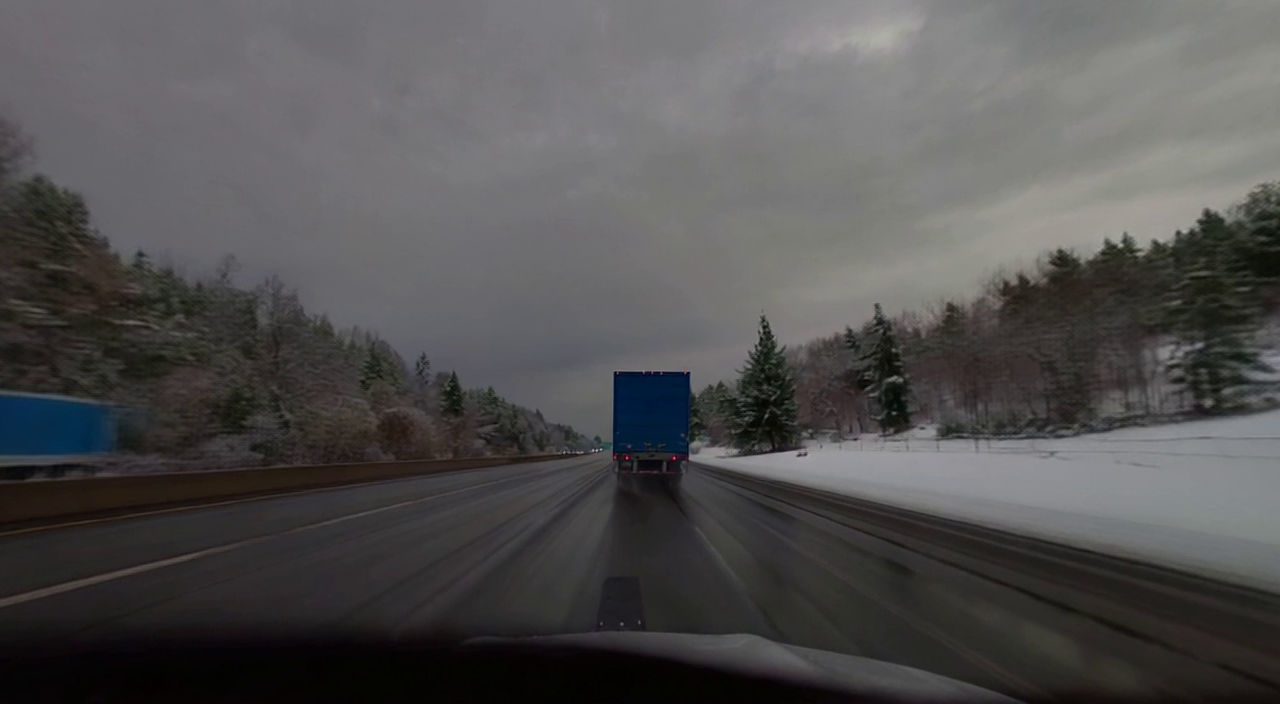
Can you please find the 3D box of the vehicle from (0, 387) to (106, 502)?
[{"bbox_3d":[-23.845,2.754,18.933,2.911,3.971,14.598,0,-9,0],"label":"vehicle"}]

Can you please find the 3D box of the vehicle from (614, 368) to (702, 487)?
[{"bbox_3d":[0.543,3.270,26.106,2.898,3.973,10.063,0,-9,-1],"label":"vehicle"}]
